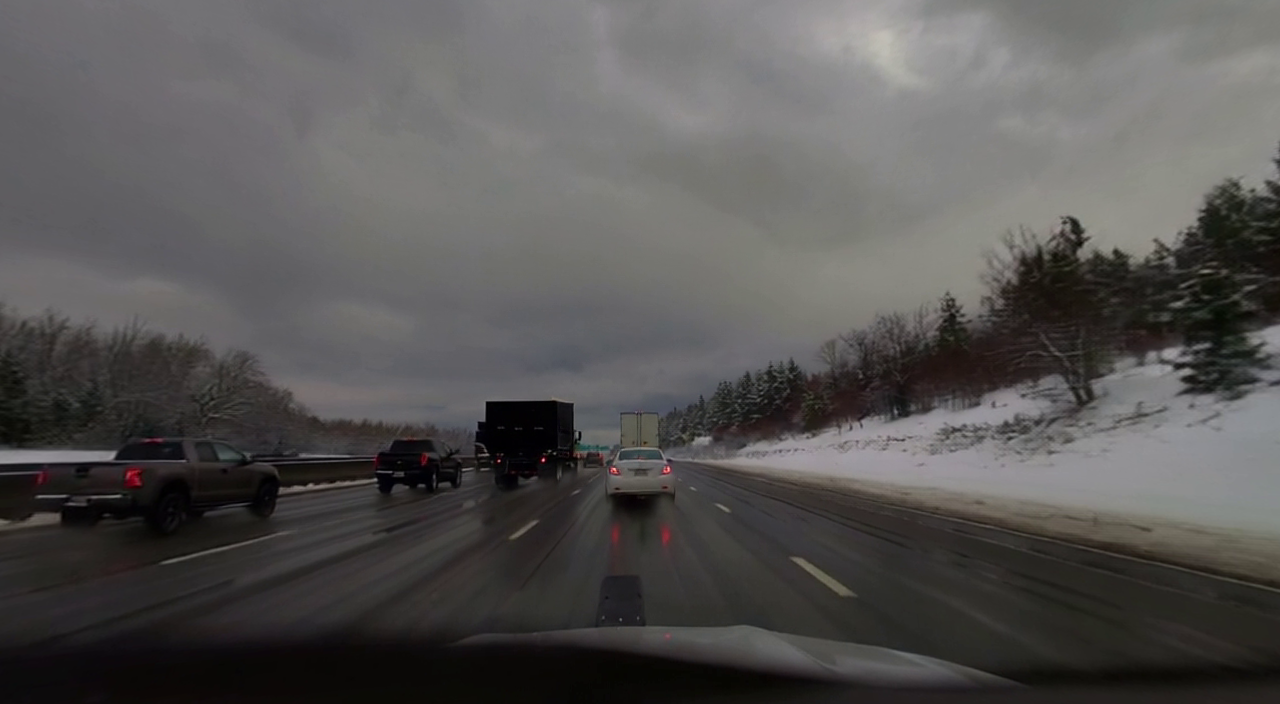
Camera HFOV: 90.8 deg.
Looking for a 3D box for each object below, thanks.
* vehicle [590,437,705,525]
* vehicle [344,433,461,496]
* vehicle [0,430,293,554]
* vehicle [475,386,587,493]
[{"bbox_3d":[0.088,2.521,12.769,1.995,1.495,3.380,0,-9,-1],"label":"vehicle"},{"bbox_3d":[-7.342,3.525,20.051,1.952,1.746,4.332,-1,-9,1],"label":"vehicle"},{"bbox_3d":[-7.906,2.115,10.228,1.879,1.521,4.623,-1,-9,1],"label":"vehicle"},{"bbox_3d":[-3.744,3.311,23.615,2.812,3.342,7.248,0,-9,1],"label":"vehicle"}]
